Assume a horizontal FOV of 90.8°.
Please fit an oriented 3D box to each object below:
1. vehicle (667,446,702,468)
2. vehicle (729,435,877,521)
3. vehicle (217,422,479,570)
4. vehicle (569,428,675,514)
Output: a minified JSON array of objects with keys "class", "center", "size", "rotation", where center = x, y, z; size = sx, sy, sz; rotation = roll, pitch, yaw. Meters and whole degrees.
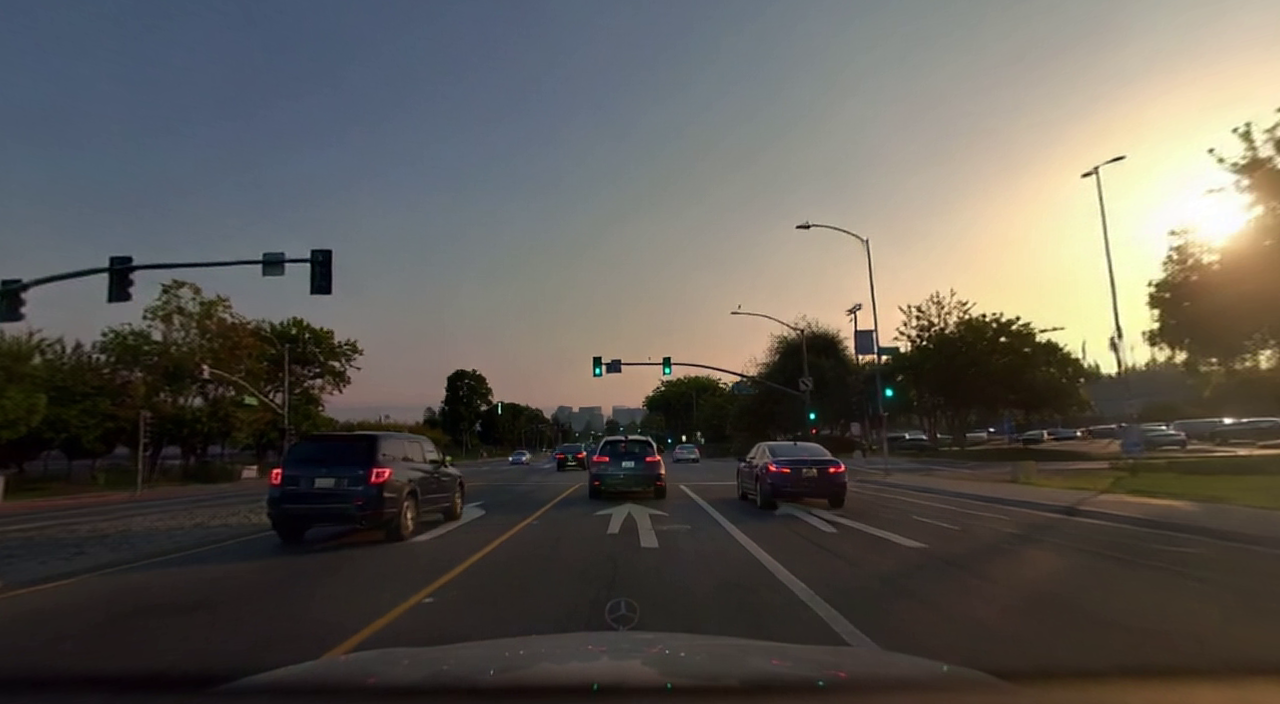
[{"class":"vehicle","center":[3.219,7.698,46.603],"size":[2.171,1.469,4.420],"rotation":[0,-8,-1]},{"class":"vehicle","center":[3.320,2.637,13.773],"size":[2.068,1.541,4.041],"rotation":[0,-8,-1]},{"class":"vehicle","center":[-3.756,1.894,9.081],"size":[1.823,1.602,4.061],"rotation":[0,-8,0]},{"class":"vehicle","center":[-0.381,2.735,15.024],"size":[2.150,1.725,4.096],"rotation":[0,-8,0]}]
